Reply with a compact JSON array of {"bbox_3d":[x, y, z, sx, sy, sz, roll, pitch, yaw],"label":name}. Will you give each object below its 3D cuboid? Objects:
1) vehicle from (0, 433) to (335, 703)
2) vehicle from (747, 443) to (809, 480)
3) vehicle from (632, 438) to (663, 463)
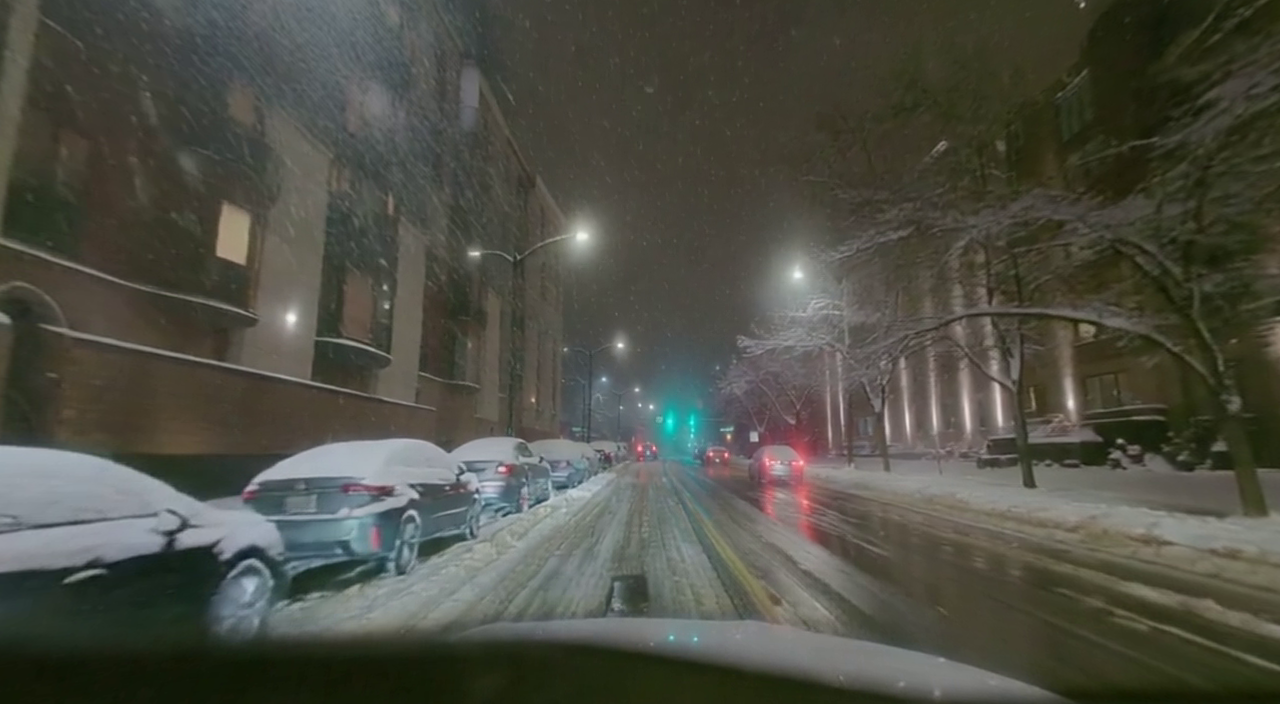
[{"bbox_3d":[-3.200,1.001,2.339,1.944,1.382,4.165,0,-8,2],"label":"vehicle"},{"bbox_3d":[5.751,4.601,26.703,1.799,1.463,3.464,0,-8,-1],"label":"vehicle"},{"bbox_3d":[0.585,6.945,44.654,2.122,1.689,3.885,0,-8,2],"label":"vehicle"}]
